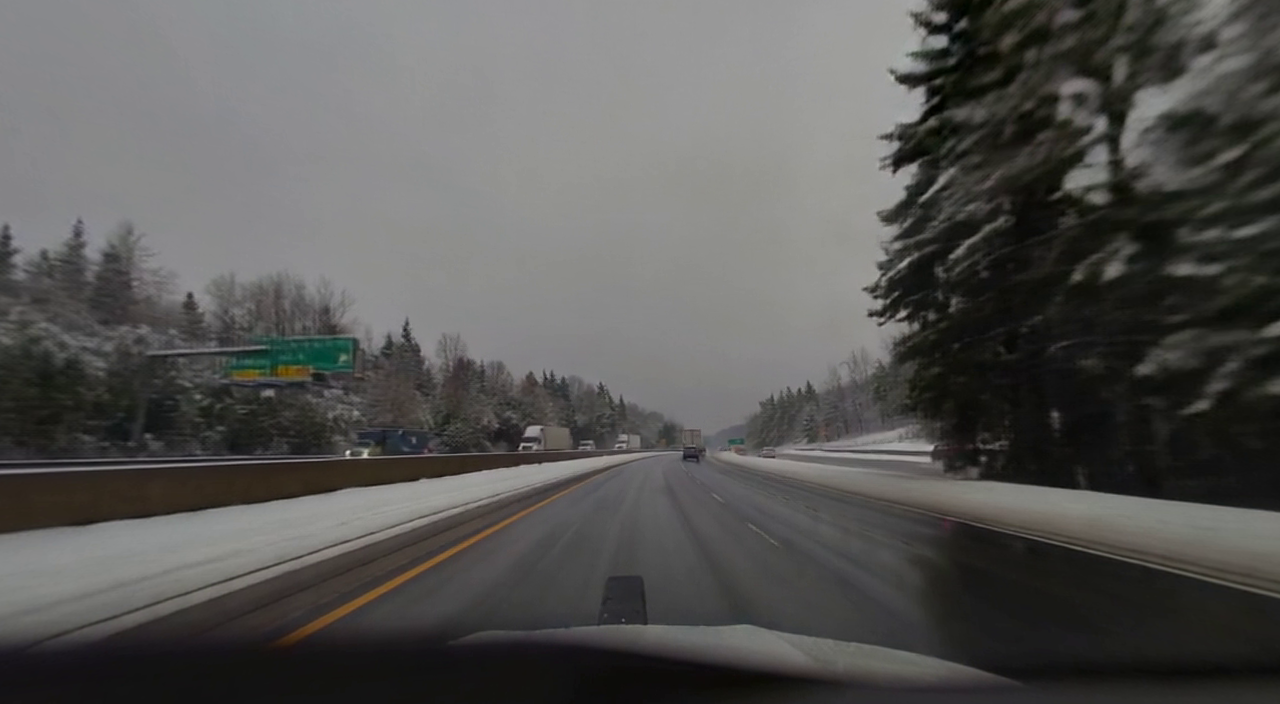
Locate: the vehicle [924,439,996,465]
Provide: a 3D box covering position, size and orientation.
[{"bbox_3d":[23.426,7.339,46.313,2.061,1.776,4.476,3,-9,-19],"label":"vehicle"}]
